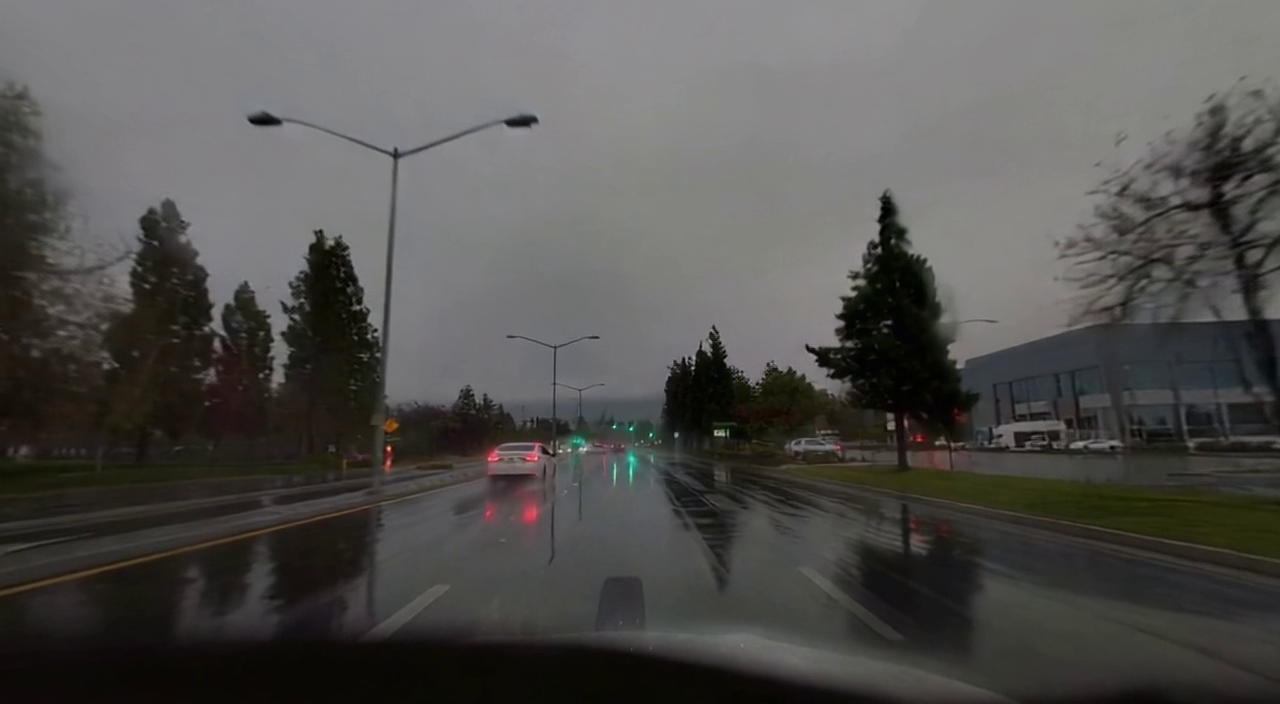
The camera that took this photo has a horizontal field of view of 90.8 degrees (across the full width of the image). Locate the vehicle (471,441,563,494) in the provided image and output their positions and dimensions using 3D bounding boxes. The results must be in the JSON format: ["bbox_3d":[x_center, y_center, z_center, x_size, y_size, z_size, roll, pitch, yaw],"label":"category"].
[{"bbox_3d":[-3.665,3.525,19.717,2.003,1.454,4.484,0,-9,0],"label":"vehicle"}]
